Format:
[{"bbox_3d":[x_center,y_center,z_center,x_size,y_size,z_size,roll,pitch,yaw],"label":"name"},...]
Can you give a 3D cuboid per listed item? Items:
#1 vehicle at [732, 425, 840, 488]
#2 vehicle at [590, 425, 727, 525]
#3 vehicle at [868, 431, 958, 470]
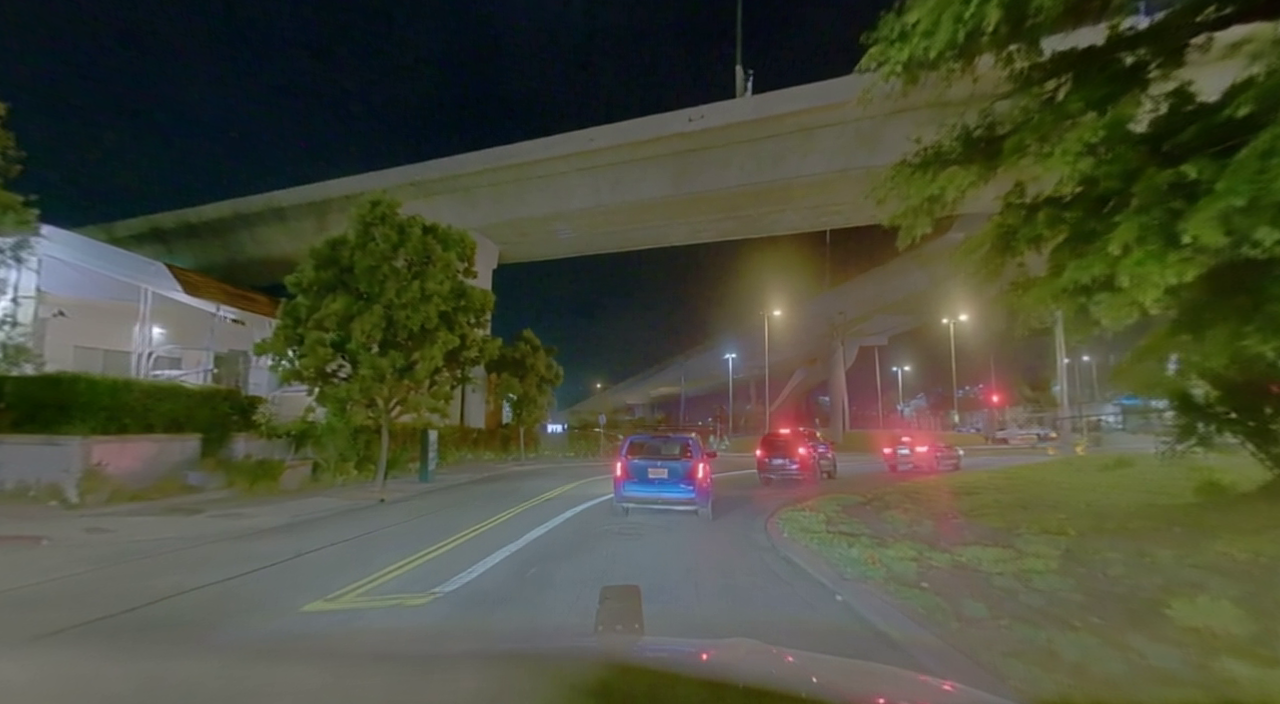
[{"bbox_3d":[5.120,3.508,21.677,2.241,1.885,4.771,-4,-9,31],"label":"vehicle"},{"bbox_3d":[0.595,2.320,12.535,2.087,1.578,4.652,-2,-9,9],"label":"vehicle"},{"bbox_3d":[13.442,4.826,31.039,4.310,1.762,1.995,6,-10,-34],"label":"vehicle"}]
